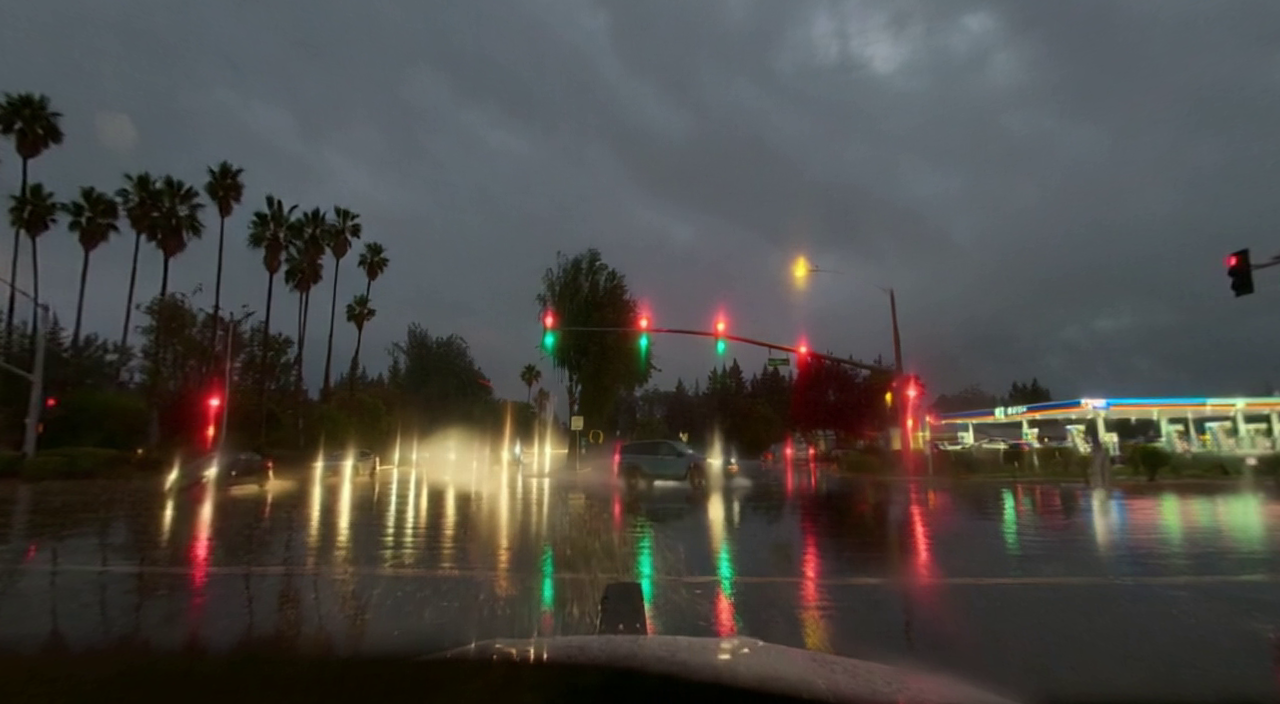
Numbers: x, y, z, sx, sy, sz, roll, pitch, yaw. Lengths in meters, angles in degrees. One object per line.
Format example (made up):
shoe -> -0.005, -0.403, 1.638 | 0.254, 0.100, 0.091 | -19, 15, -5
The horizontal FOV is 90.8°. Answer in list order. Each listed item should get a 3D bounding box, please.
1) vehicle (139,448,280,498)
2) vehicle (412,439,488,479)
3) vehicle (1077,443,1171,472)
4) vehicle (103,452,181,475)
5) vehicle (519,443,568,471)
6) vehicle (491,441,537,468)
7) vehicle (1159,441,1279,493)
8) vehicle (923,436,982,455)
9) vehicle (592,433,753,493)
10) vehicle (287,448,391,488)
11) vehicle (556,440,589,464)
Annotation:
vehicle -> -15.282, 4.273, 22.779 | 1.956, 1.611, 4.359 | 0, -9, 0
vehicle -> -8.618, 4.889, 29.056 | 2.156, 1.662, 4.186 | 0, -9, 0
vehicle -> 24.262, 5.294, 31.730 | 3.474, 1.376, 1.538 | 0, -9, -2
vehicle -> -35.235, 7.875, 44.847 | 1.886, 1.523, 4.581 | 0, -9, -1
vehicle -> -5.306, 5.827, 35.315 | 1.983, 1.464, 4.579 | 0, -9, 0
vehicle -> -8.511, 6.953, 43.067 | 2.124, 1.701, 4.551 | 0, -9, 1
vehicle -> 18.778, 3.404, 18.817 | 5.015, 1.446, 1.862 | 0, -9, -3
vehicle -> 22.542, 6.760, 45.652 | 3.356, 1.395, 1.559 | 0, -9, -1
vehicle -> 0.917, 3.474, 20.170 | 2.138, 1.651, 4.938 | 9, -12, -44
vehicle -> -11.893, 4.578, 25.341 | 1.966, 1.455, 4.493 | 0, -9, 0
vehicle -> -5.134, 7.657, 48.531 | 1.929, 1.719, 4.892 | 0, -9, 0
